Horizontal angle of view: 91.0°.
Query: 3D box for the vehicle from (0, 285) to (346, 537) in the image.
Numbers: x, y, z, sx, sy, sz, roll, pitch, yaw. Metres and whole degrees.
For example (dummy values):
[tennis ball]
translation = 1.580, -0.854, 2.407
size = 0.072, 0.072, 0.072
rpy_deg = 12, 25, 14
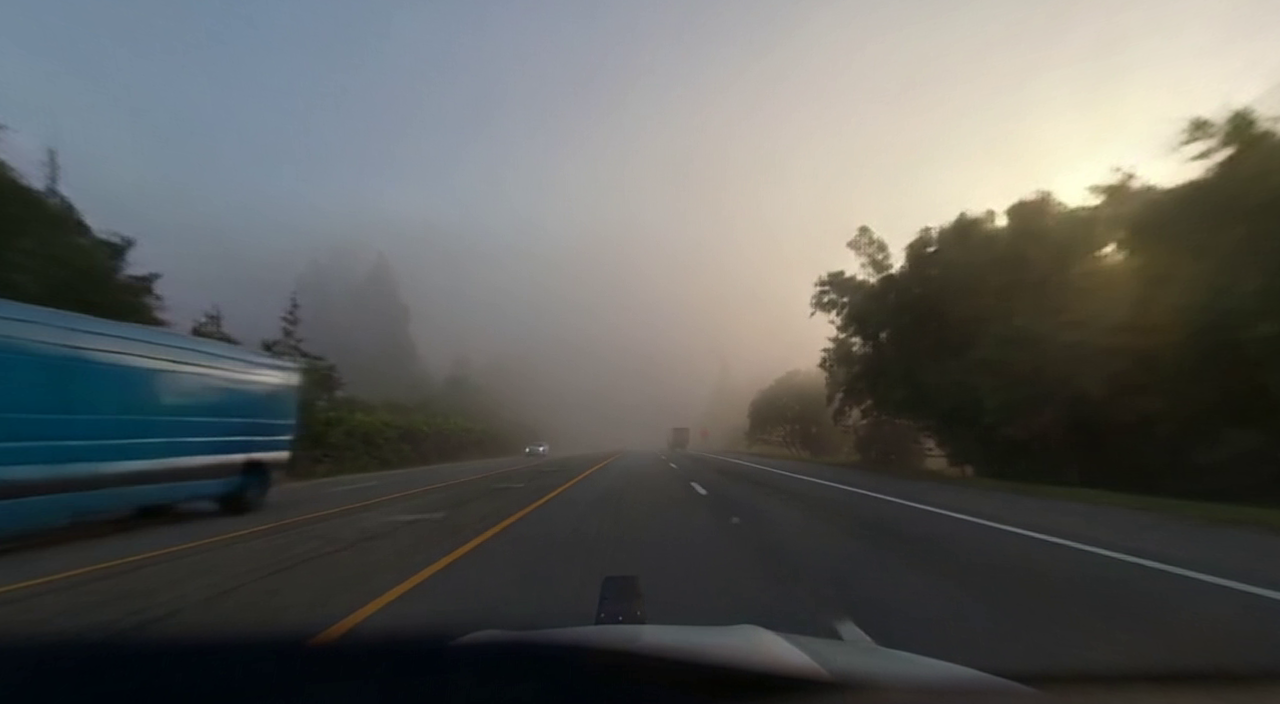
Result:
[vehicle]
translation = -11.549, 1.571, 14.559
size = 2.862, 3.946, 13.787
rpy_deg = 0, -8, 0
